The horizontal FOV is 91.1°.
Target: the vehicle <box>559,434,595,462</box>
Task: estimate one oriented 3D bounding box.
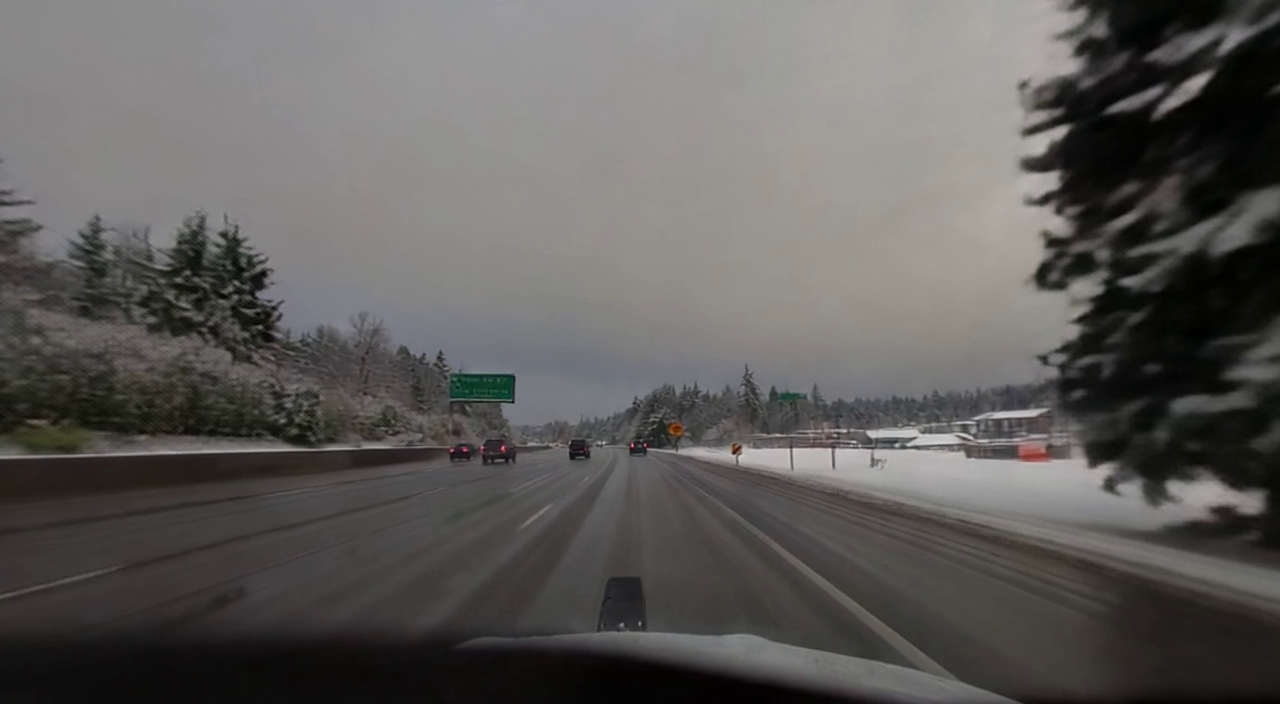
[{"bbox_3d":[-4.345,6.691,43.946,2.138,1.833,4.622,0,-8,-1],"label":"vehicle"}]

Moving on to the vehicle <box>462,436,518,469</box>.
[{"bbox_3d":[-8.035,5.409,34.025,2.015,1.651,4.432,0,-8,-1],"label":"vehicle"}]

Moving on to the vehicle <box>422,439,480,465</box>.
[{"bbox_3d":[-11.679,6.208,39.156,2.100,1.537,5.092,0,-8,-1],"label":"vehicle"}]
